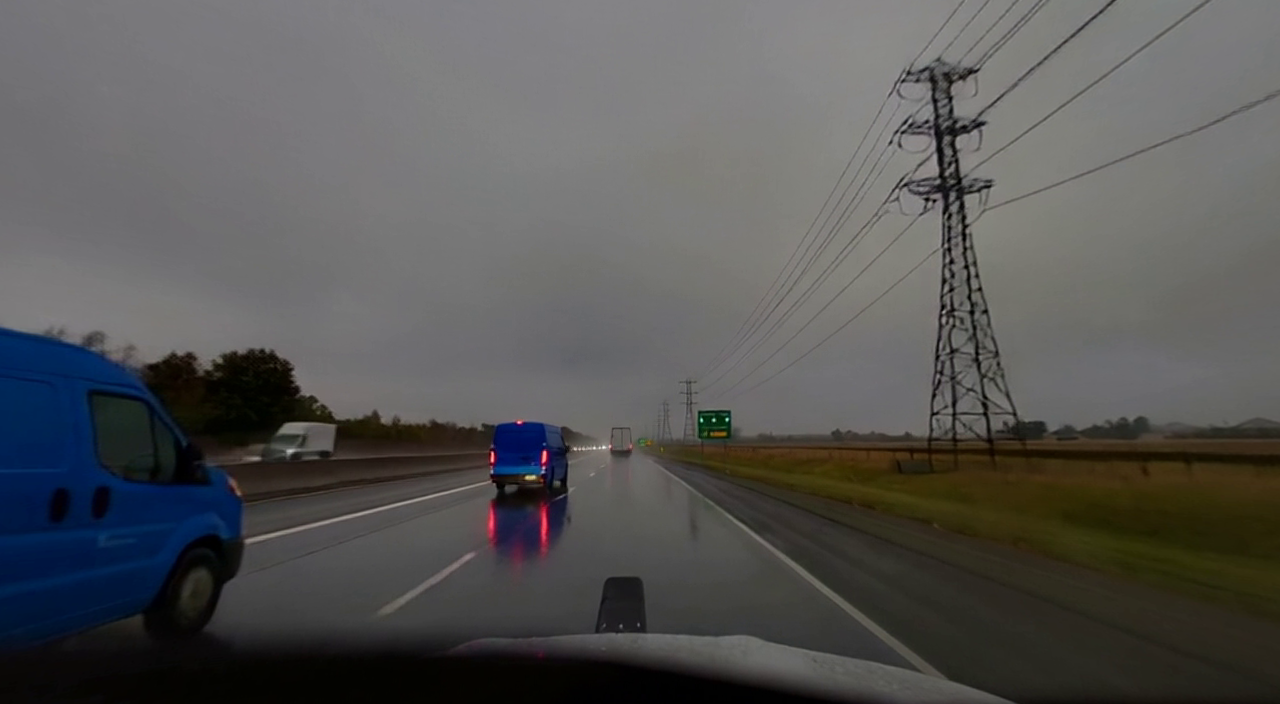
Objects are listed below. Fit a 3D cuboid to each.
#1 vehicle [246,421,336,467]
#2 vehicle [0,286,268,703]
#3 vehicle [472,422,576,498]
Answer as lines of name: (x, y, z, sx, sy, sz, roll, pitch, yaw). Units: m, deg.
vehicle: (-24.101, 6.456, 43.975, 2.641, 2.951, 6.304, 0, -9, -1)
vehicle: (-3.903, 0.634, 2.191, 2.145, 2.010, 4.980, 0, -9, 0)
vehicle: (-3.370, 3.293, 19.552, 2.197, 2.011, 5.130, 0, -9, 0)
